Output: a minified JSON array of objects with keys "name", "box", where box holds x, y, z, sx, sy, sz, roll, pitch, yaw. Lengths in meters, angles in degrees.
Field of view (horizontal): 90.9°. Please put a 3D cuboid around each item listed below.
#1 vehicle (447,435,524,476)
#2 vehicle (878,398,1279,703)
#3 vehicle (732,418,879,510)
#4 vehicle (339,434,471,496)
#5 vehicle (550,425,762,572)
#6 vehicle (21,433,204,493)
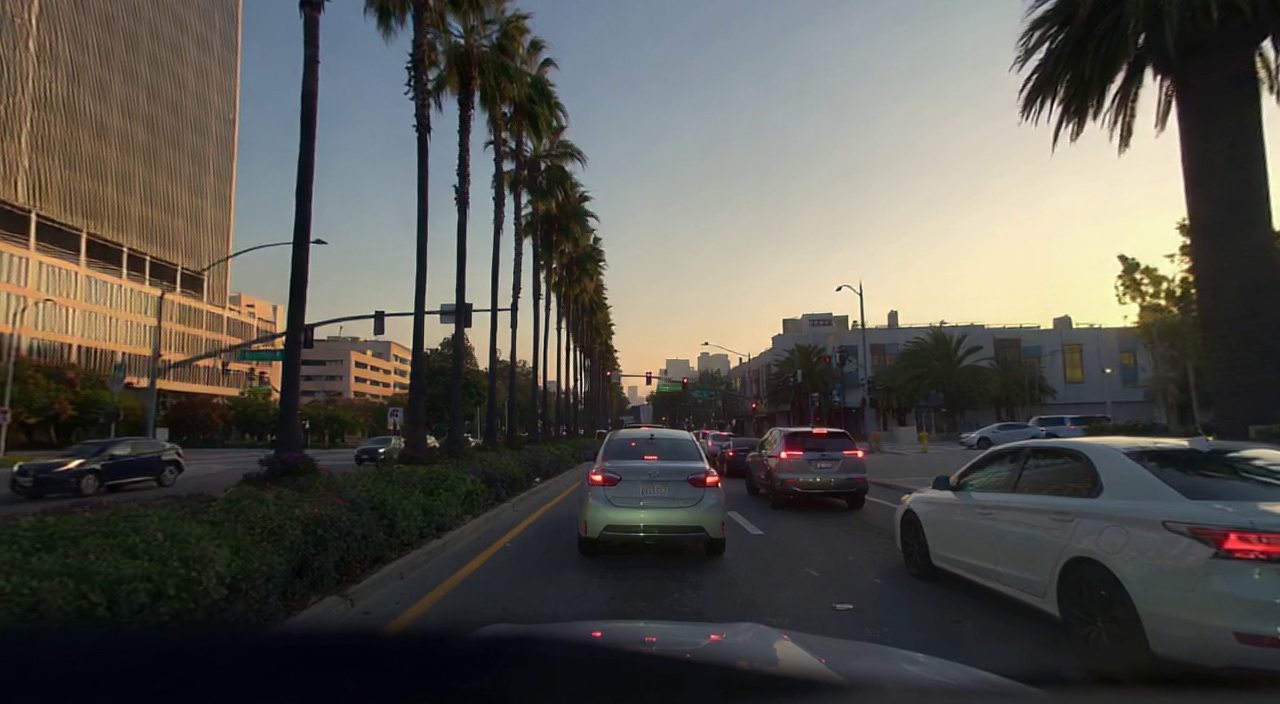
[{"name":"vehicle","box":[-6.042,4.099,25.222,1.822,1.456,4.396,-1,-8,2]},{"name":"vehicle","box":[3.539,1.222,4.477,1.910,1.490,4.661,0,-8,1]},{"name":"vehicle","box":[3.503,2.465,14.303,2.169,1.751,4.276,0,-8,0]},{"name":"vehicle","box":[-6.259,3.042,17.363,1.900,1.487,4.165,0,-8,2]},{"name":"vehicle","box":[0.172,1.787,8.456,2.140,1.474,4.026,0,-8,0]},{"name":"vehicle","box":[-18.035,3.792,21.977,2.120,1.828,4.955,0,-8,-1]}]
